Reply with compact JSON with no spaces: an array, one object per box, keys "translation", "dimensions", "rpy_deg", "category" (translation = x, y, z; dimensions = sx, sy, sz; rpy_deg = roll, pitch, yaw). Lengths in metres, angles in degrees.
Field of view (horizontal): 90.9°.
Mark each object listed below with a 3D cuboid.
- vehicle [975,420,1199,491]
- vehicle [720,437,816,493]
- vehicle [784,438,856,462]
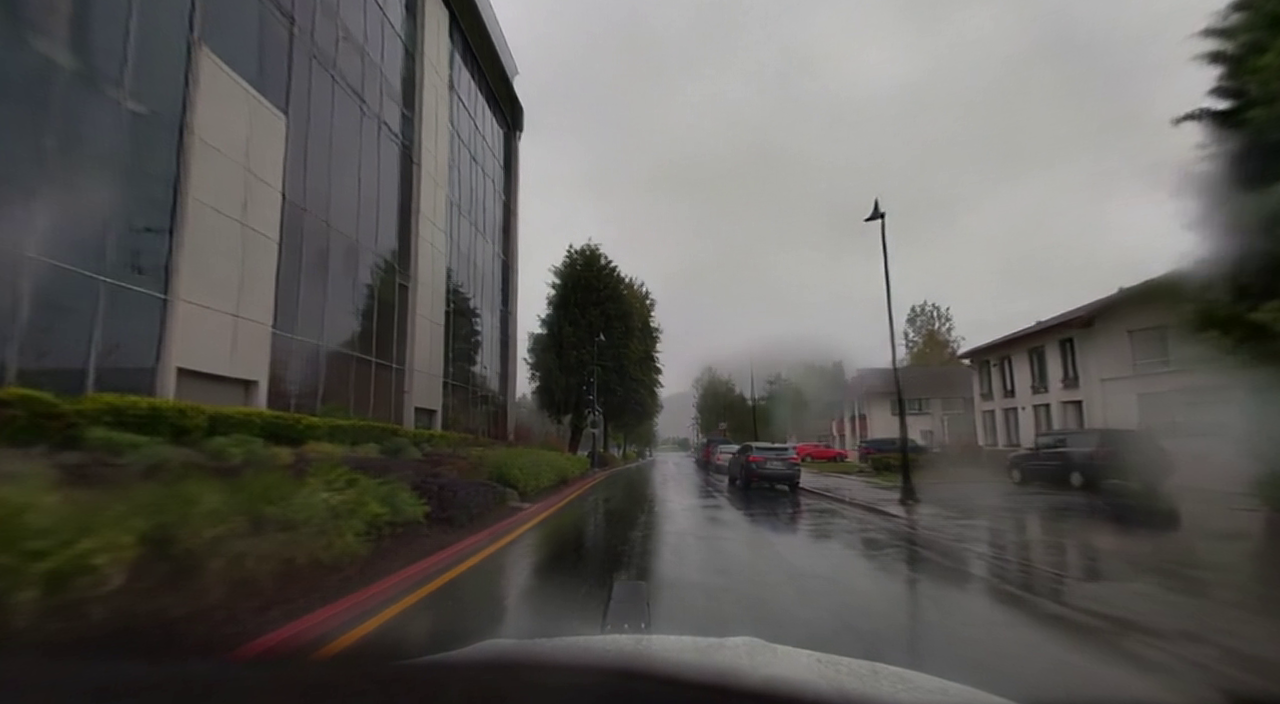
[{"translation":[10.497,2.499,15.438],"dimensions":[1.997,1.430,4.986],"rpy_deg":[0,-9,2],"category":"vehicle"},{"translation":[3.757,3.406,19.383],"dimensions":[2.024,1.475,4.565],"rpy_deg":[0,-9,0],"category":"vehicle"},{"translation":[11.897,6.498,41.947],"dimensions":[4.163,1.471,1.914],"rpy_deg":[-1,-9,-1],"category":"vehicle"}]
